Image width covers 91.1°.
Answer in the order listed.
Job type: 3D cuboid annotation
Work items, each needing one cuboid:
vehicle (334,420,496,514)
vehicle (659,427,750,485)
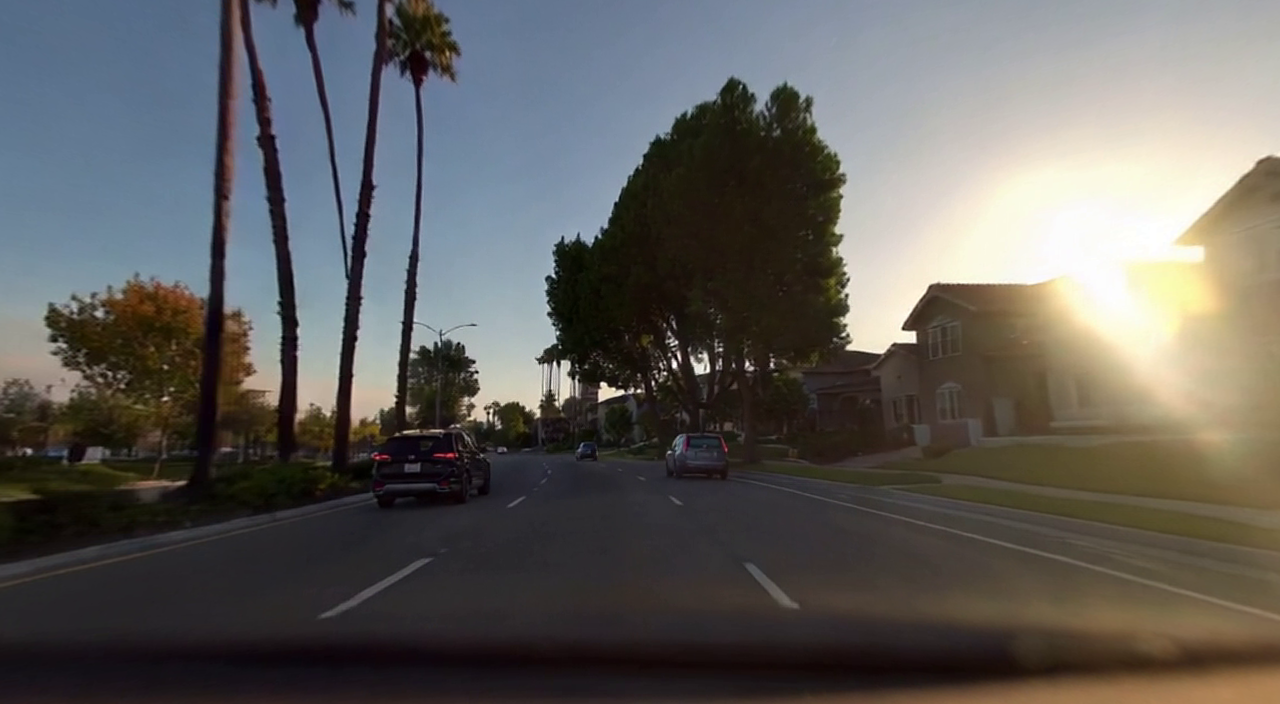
[{"bbox_3d":[-4.847,2.551,14.454,2.150,1.768,4.868,0,-8,-3],"label":"vehicle"},{"bbox_3d":[2.107,3.625,22.129,2.195,1.804,4.658,1,-8,-6],"label":"vehicle"}]
